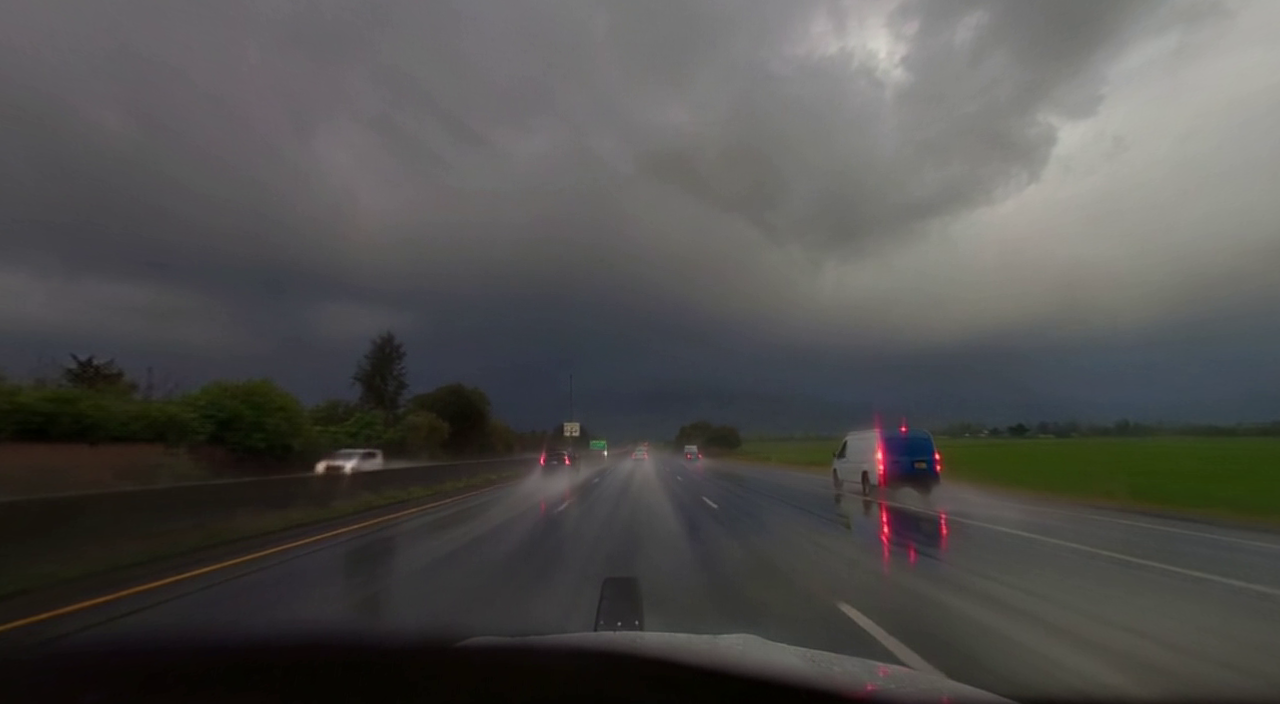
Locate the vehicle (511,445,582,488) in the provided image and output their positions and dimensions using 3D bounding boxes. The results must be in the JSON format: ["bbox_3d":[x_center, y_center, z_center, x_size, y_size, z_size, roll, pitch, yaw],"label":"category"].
[{"bbox_3d":[-3.615,4.542,25.304,2.160,1.530,4.500,0,-9,0],"label":"vehicle"}]

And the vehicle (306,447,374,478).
[{"bbox_3d":[-15.132,5.629,31.928,1.719,1.389,3.700,-2,-10,-1],"label":"vehicle"}]

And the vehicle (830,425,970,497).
[{"bbox_3d":[7.884,3.357,19.737,2.133,1.933,4.986,0,-9,-1],"label":"vehicle"}]
